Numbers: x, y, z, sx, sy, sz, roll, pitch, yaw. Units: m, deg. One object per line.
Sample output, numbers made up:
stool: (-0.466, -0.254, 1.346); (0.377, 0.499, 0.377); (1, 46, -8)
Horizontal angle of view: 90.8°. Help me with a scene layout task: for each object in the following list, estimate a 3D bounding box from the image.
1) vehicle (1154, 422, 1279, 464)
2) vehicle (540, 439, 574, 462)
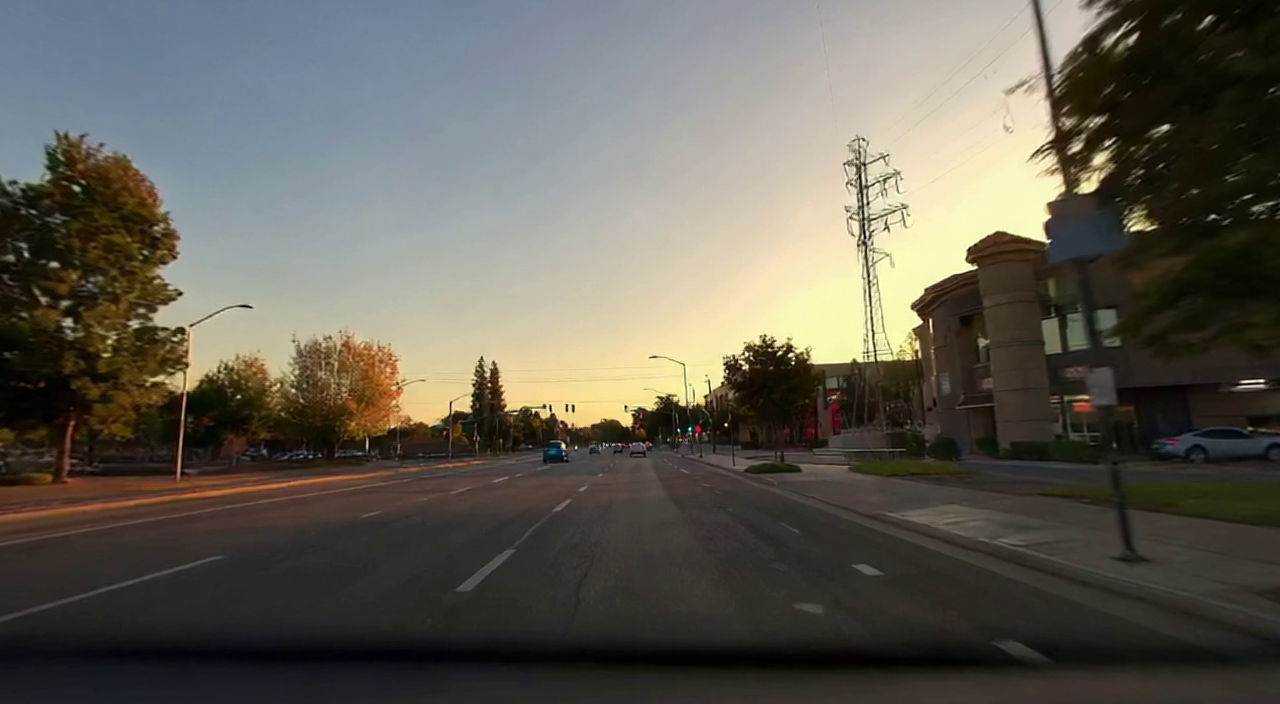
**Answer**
vehicle: (22.625, 3.487, 24.171); (1.847, 1.438, 4.601); (0, -8, -3)
vehicle: (-6.475, 7.705, 49.616); (2.052, 1.662, 4.299); (0, -8, 0)
